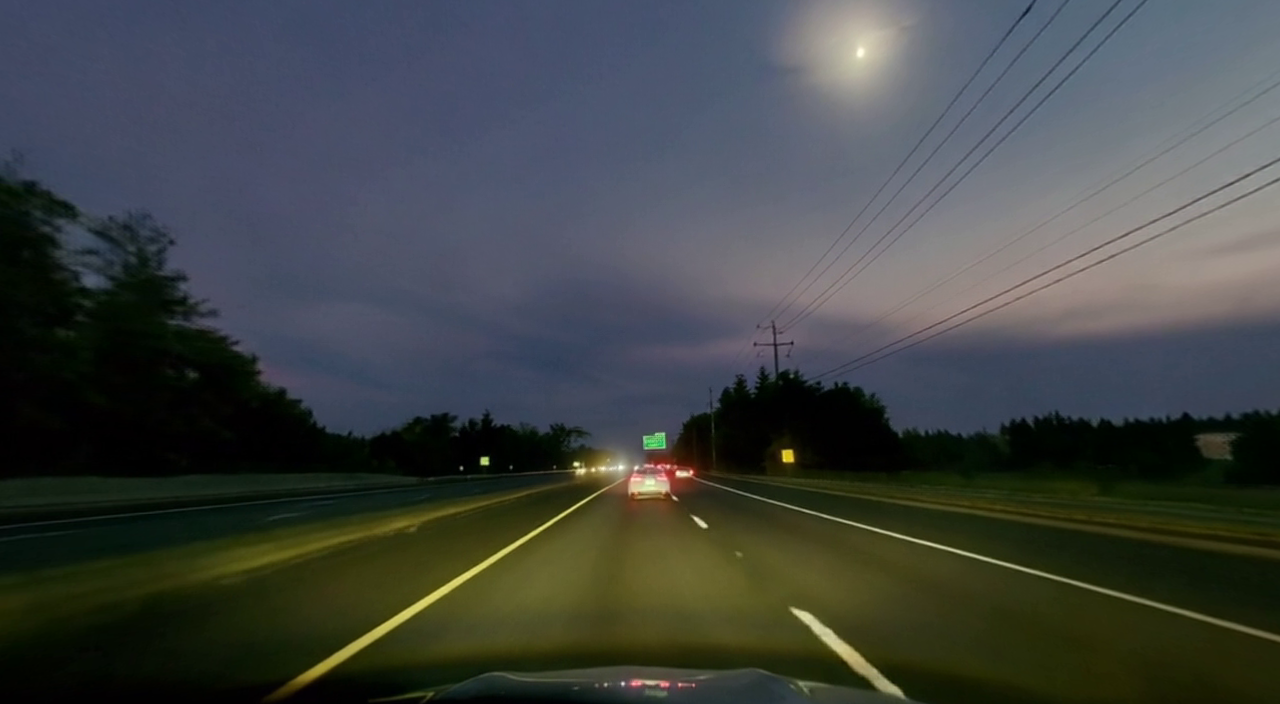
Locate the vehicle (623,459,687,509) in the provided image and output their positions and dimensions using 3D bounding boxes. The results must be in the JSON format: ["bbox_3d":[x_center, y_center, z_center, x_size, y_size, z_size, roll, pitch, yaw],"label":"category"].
[{"bbox_3d":[0.480,4.430,21.417,1.987,1.480,3.786,1,-10,0],"label":"vehicle"}]
